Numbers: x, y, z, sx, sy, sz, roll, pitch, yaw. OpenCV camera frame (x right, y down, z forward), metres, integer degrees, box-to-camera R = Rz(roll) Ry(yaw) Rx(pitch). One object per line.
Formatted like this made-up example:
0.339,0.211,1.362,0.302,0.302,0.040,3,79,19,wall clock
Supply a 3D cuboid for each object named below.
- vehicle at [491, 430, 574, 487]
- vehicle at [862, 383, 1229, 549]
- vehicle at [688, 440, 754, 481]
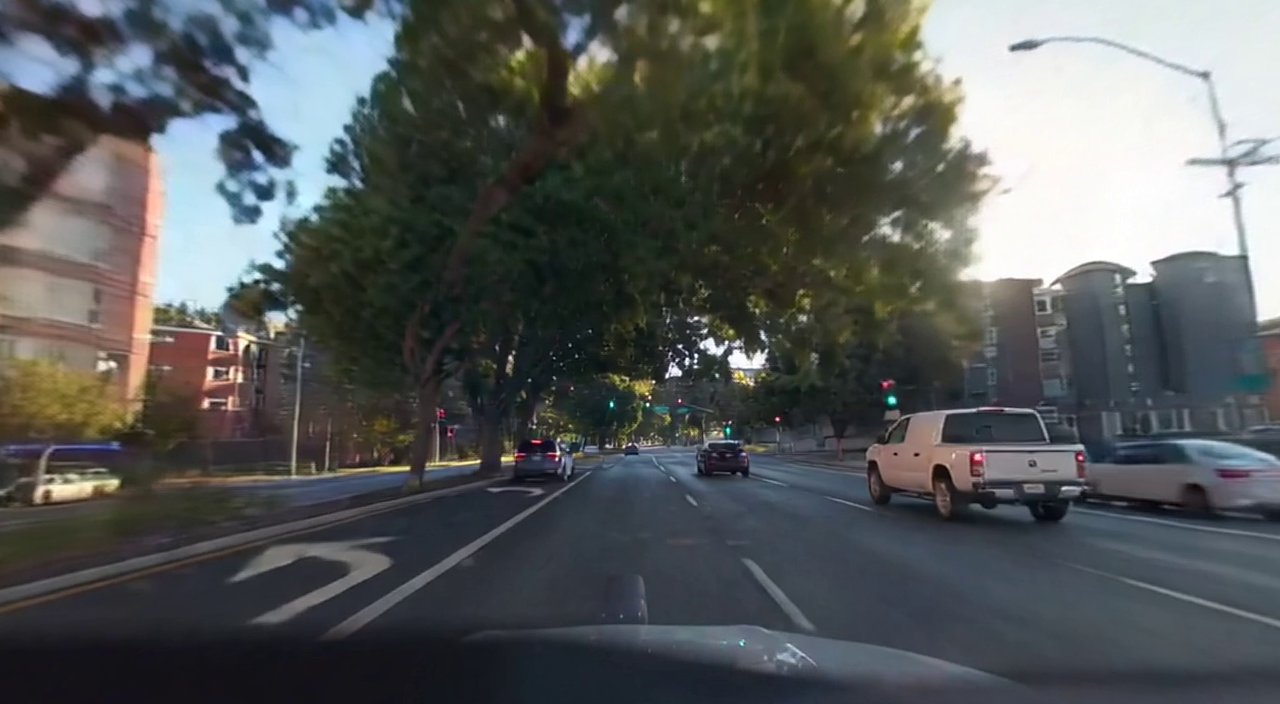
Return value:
-3.458,3.555,21.265,2.065,1.716,4.265,0,-9,0,vehicle
5.982,1.826,10.676,2.427,2.017,5.763,0,-9,1,vehicle
3.152,4.331,25.493,2.003,1.480,4.494,0,-9,-1,vehicle
